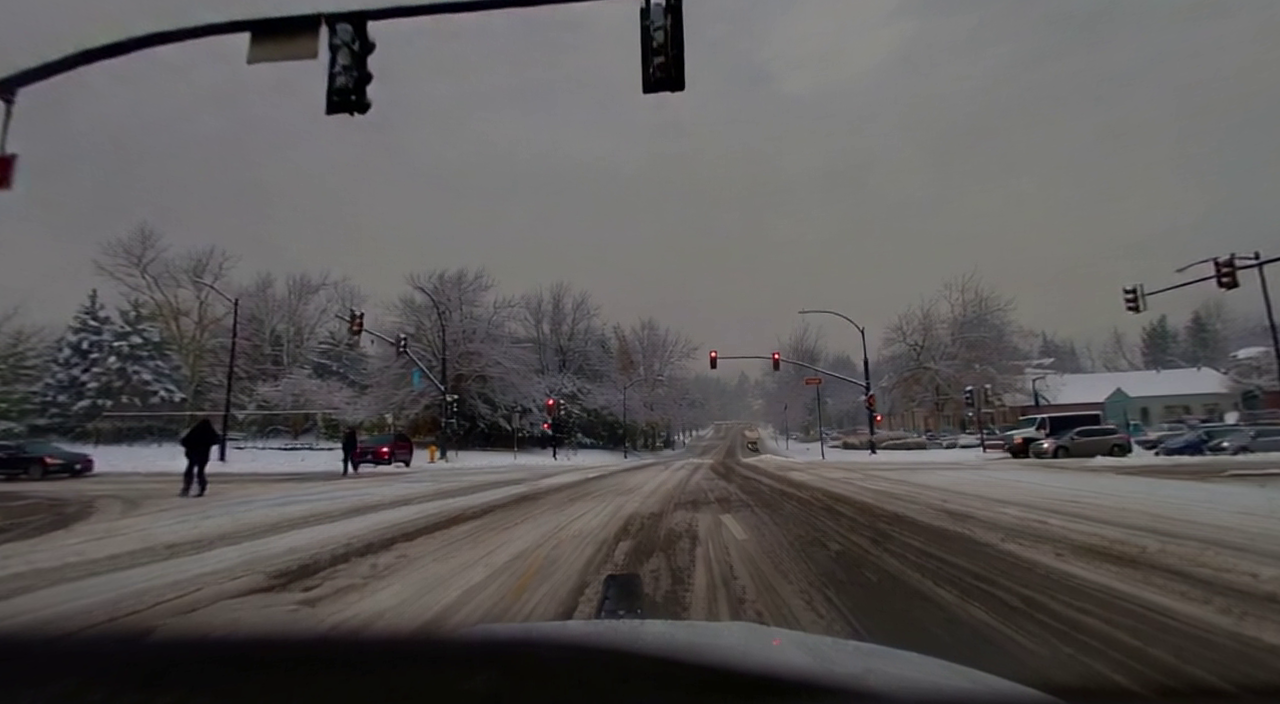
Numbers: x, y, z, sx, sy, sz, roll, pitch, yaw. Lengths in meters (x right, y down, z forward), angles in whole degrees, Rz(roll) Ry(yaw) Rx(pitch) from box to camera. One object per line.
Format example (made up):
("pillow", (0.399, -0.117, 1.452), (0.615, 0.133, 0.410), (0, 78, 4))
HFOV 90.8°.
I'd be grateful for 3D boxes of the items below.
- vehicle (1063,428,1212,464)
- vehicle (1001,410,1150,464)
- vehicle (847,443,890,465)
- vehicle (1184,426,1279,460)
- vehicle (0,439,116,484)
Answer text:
("vehicle", (21.479, 4.102, 27.460), (4.740, 1.464, 1.876), (-1, -9, 3))
("vehicle", (23.120, 4.555, 33.818), (5.855, 2.746, 2.523), (-1, -9, 4))
("vehicle", (17.774, 7.925, 49.254), (1.789, 1.557, 4.293), (0, -9, 1))
("vehicle", (31.673, 4.722, 32.762), (4.896, 1.729, 1.952), (-1, -9, 5))
("vehicle", (-21.559, 3.886, 22.461), (4.265, 1.493, 1.871), (-1, -9, 4))
